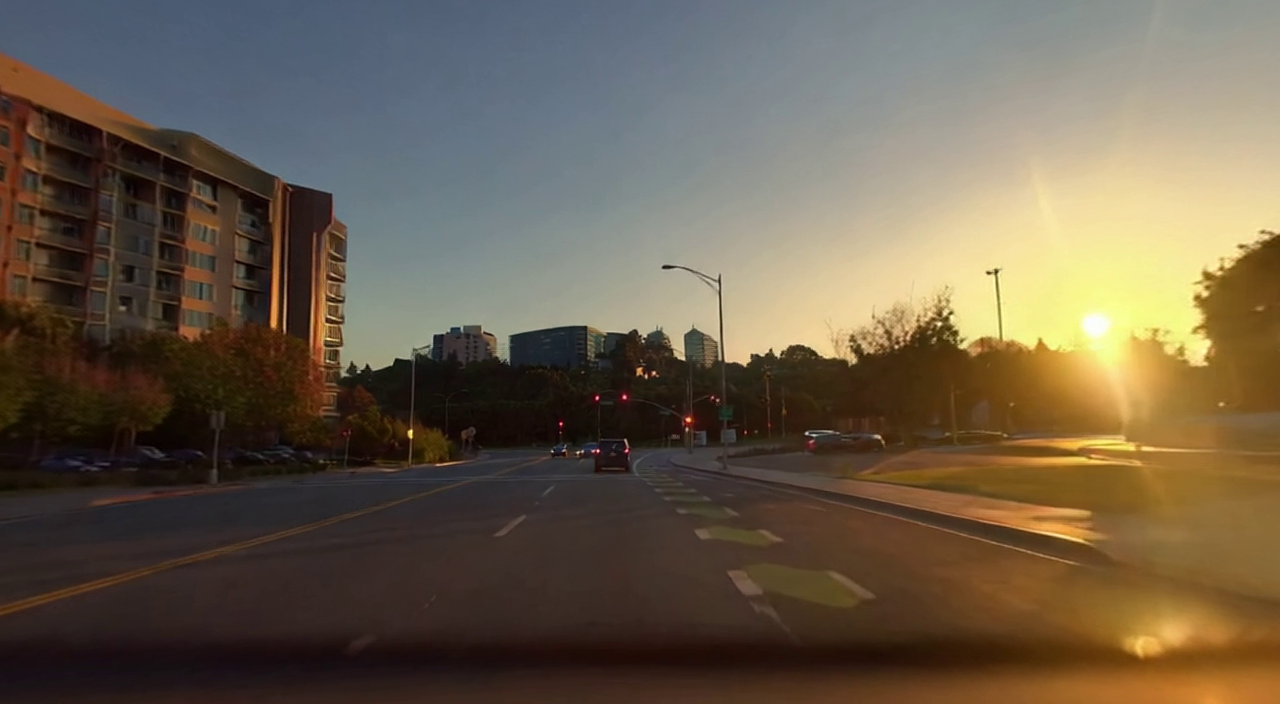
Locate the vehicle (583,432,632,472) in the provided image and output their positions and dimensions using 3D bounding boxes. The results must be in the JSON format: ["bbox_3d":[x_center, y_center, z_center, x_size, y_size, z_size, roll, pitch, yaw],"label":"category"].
[{"bbox_3d":[-1.522,4.867,30.897,2.230,1.827,4.298,0,-8,-1],"label":"vehicle"}]

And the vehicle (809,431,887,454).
[{"bbox_3d":[13.616,5.941,41.473,4.486,1.494,1.802,0,-8,3],"label":"vehicle"}]
